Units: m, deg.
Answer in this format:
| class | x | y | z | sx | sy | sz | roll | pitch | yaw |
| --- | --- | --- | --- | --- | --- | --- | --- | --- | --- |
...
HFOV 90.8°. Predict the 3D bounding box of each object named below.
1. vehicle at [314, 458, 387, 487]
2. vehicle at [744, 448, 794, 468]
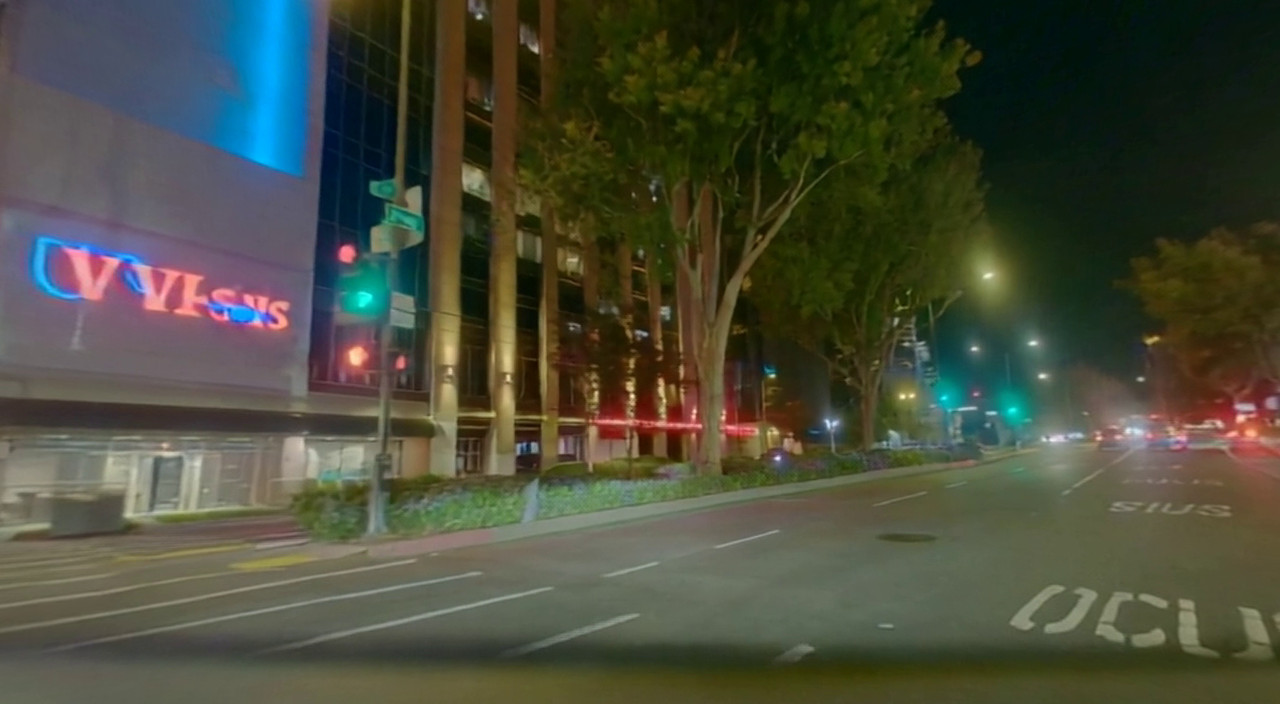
| class | x | y | z | sx | sy | sz | roll | pitch | yaw |
| --- | --- | --- | --- | --- | --- | --- | --- | --- | --- |
| vehicle | -15.887 | 6.589 | 34.641 | 3.994 | 1.471 | 1.956 | -8 | -13 | 38 |
| vehicle | 10.063 | 8.204 | 49.146 | 1.840 | 1.440 | 4.442 | -8 | -11 | 40 |
